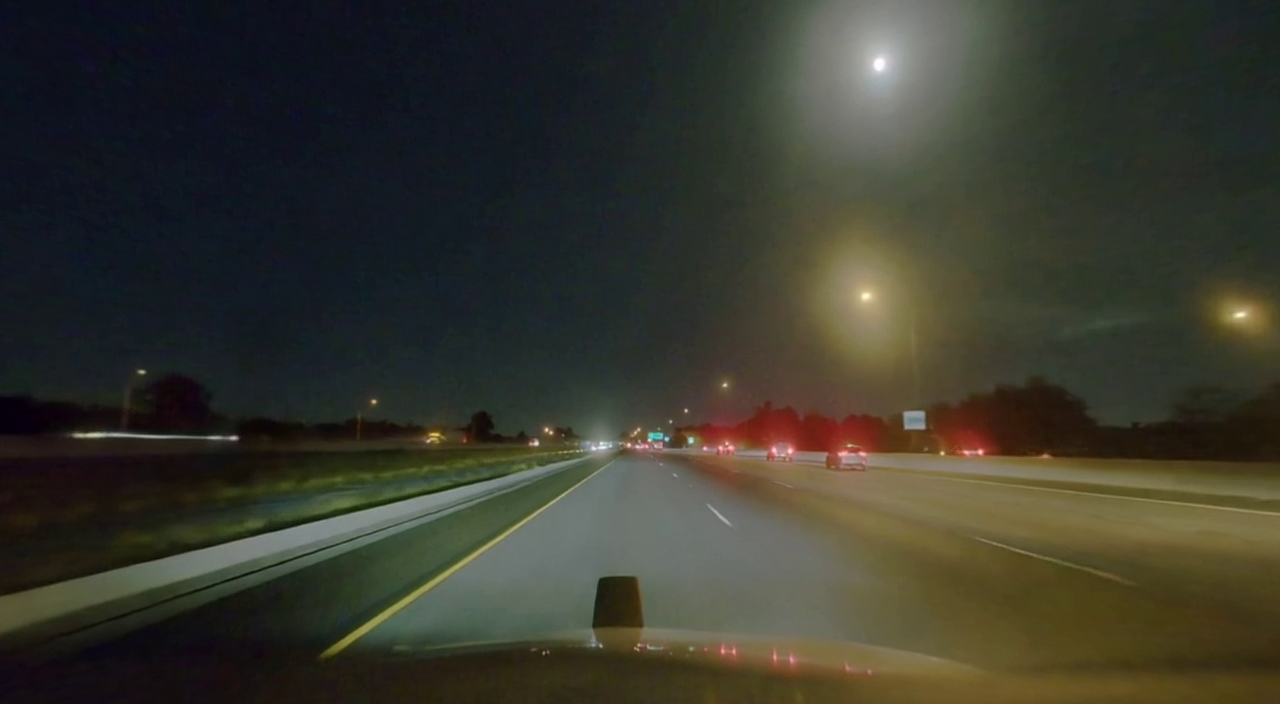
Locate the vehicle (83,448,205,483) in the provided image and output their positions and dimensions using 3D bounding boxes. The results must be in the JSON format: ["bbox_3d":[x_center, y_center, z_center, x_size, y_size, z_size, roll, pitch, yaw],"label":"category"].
[{"bbox_3d":[-23.237,5.303,29.767,1.935,1.480,4.664,0,-8,1],"label":"vehicle"}]
